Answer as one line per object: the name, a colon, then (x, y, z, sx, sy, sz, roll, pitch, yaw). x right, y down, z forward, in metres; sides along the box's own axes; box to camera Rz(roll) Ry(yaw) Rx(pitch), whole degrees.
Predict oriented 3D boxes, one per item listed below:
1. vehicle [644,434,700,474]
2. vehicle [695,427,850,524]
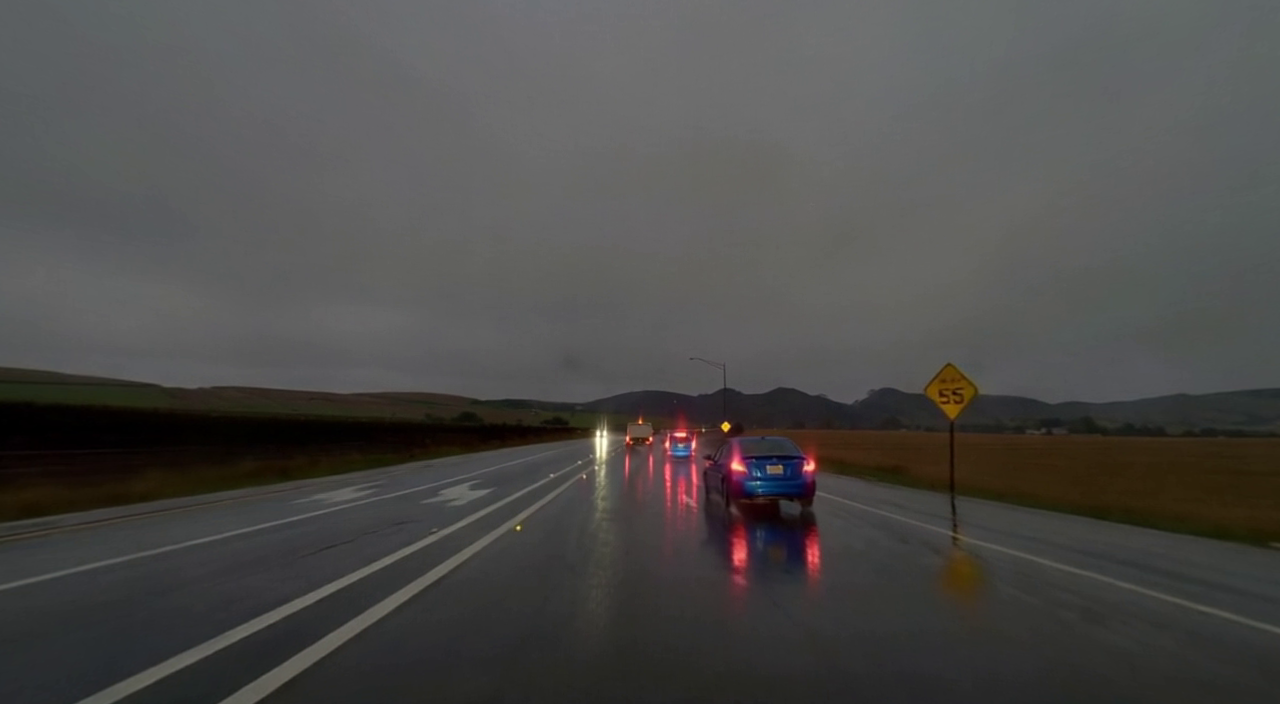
vehicle: (1.258, 4.312, 26.907, 2.026, 1.531, 4.273, 0, -8, -2)
vehicle: (2.313, 2.280, 12.186, 2.007, 1.534, 3.976, 0, -8, -2)
